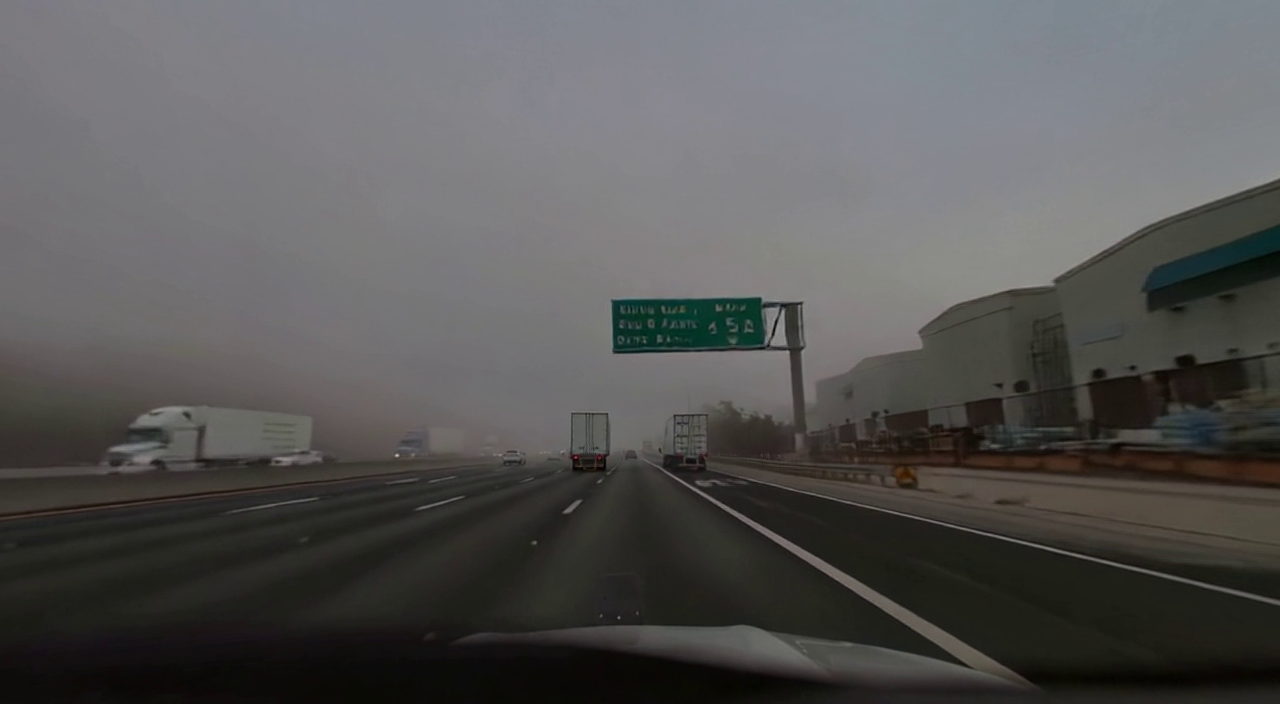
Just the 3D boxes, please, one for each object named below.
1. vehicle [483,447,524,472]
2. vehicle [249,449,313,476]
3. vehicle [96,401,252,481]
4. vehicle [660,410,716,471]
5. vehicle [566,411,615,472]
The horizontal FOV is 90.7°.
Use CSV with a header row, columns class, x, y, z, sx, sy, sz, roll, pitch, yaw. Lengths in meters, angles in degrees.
class,x,y,z,sx,sy,sz,roll,pitch,yaw
vehicle,-9.584,7.588,44.770,2.132,1.679,4.045,0,-9,-2
vehicle,-19.350,5.945,34.240,1.473,1.361,3.328,0,-9,1
vehicle,-23.211,4.553,32.089,3.021,3.620,6.267,0,-9,-1
vehicle,3.410,6.980,49.924,2.908,3.898,17.275,2,-8,0
vehicle,-3.640,6.962,49.688,2.848,4.098,13.421,1,-8,0
